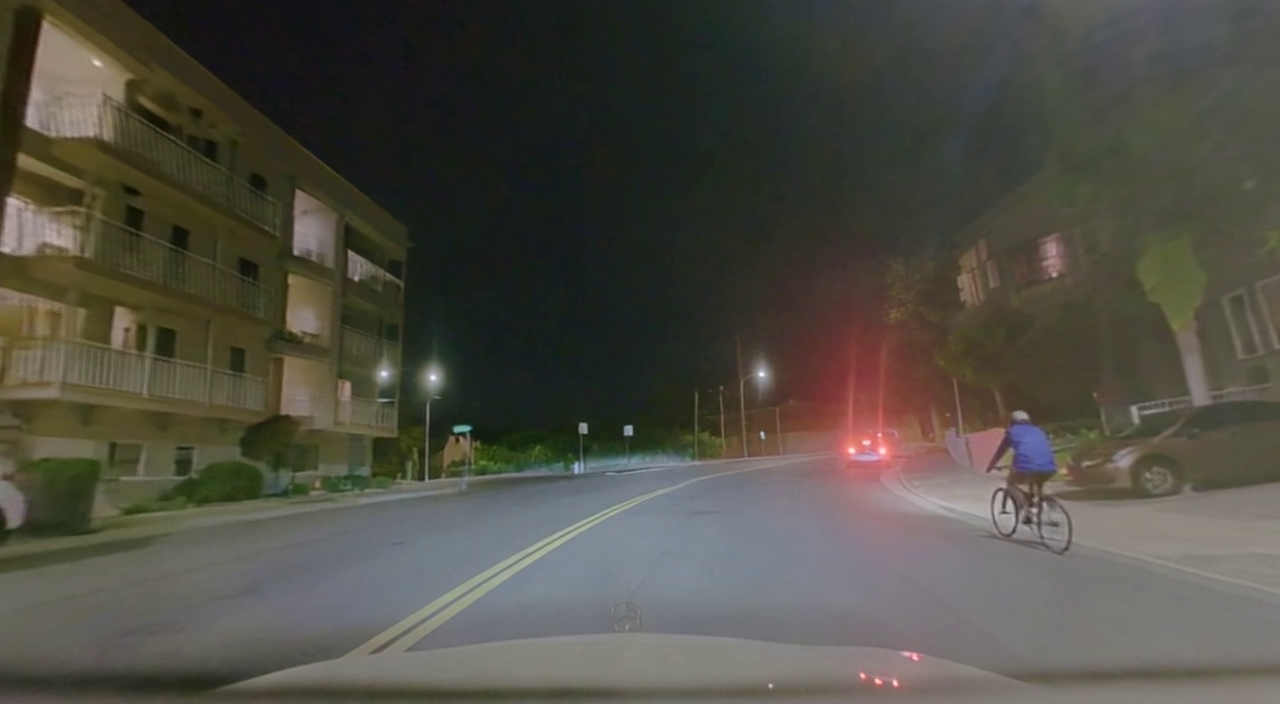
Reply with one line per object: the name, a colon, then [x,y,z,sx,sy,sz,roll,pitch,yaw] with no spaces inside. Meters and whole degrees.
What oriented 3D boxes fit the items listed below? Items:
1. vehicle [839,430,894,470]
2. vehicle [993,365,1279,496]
vehicle: [10.644,4.560,29.518,2.105,1.705,4.392,-4,-9,22]
vehicle: [10.773,1.462,12.311,6.099,1.973,2.450,-6,-9,7]
